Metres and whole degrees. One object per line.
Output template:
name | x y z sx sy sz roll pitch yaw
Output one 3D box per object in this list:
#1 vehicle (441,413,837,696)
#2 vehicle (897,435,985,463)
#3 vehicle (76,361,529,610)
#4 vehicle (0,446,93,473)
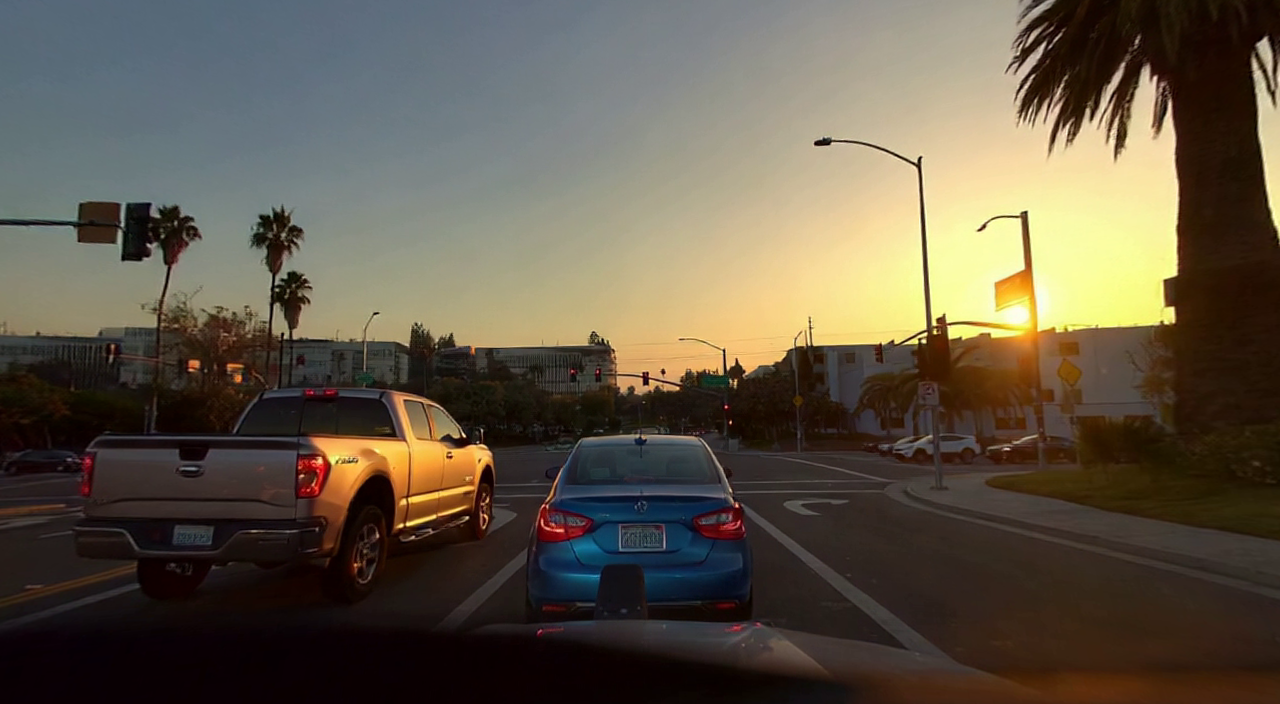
vehicle | 0.028 1.399 5.528 2.122 1.501 4.152 0 -8 1
vehicle | 18.781 6.070 39.311 4.466 1.717 1.963 0 -8 2
vehicle | -3.233 1.475 7.923 2.330 1.969 5.626 -1 -8 3
vehicle | -37.087 6.634 38.845 4.576 1.617 1.937 0 -8 2
